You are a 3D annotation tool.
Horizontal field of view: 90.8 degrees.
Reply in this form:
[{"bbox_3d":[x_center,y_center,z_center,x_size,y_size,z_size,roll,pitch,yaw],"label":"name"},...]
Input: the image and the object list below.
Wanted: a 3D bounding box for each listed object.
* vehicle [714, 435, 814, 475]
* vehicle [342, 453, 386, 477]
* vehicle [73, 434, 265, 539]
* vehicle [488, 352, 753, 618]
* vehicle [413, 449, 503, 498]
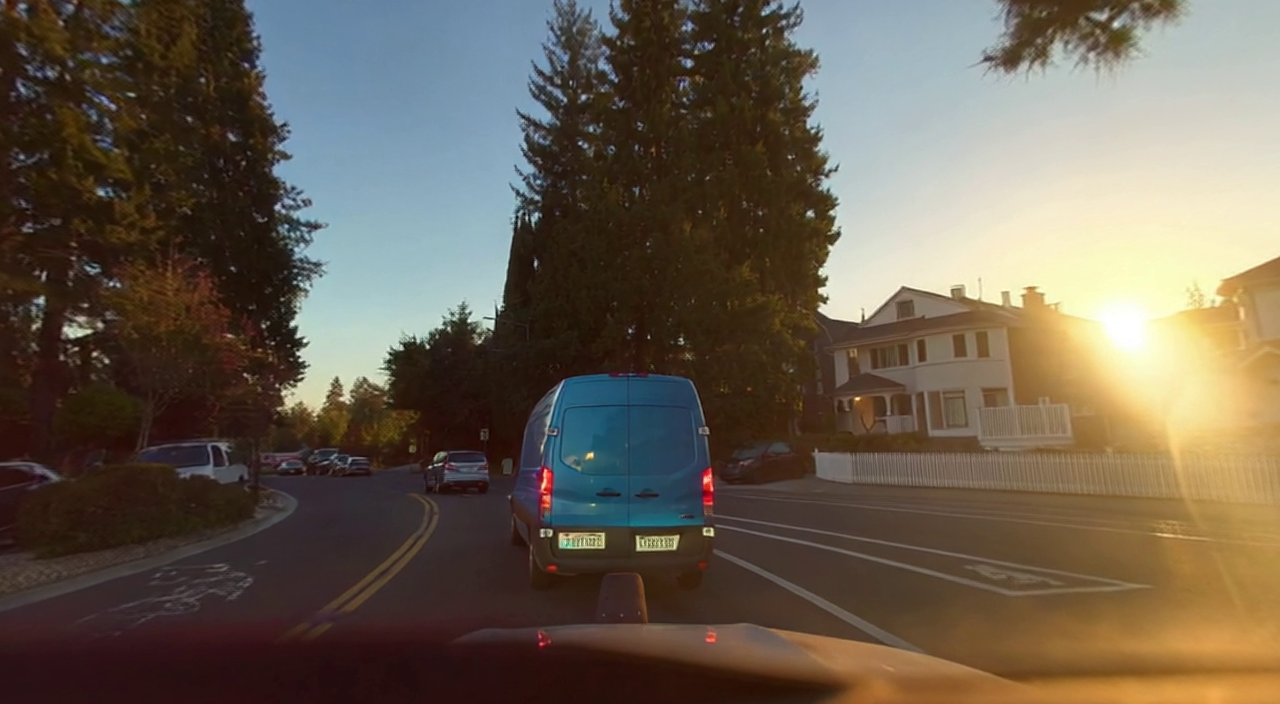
[{"bbox_3d":[5.996,4.920,30.357,4.559,1.754,1.985,5,-10,-33],"label":"vehicle"},{"bbox_3d":[-18.885,7.654,43.096,1.911,1.493,4.291,6,-10,-33],"label":"vehicle"},{"bbox_3d":[-10.278,2.866,14.402,2.228,1.871,5.492,4,-9,-24],"label":"vehicle"},{"bbox_3d":[-0.668,1.435,7.712,2.213,2.124,4.809,2,-9,-14],"label":"vehicle"},{"bbox_3d":[-6.272,4.028,21.418,2.008,1.445,4.386,4,-10,-28],"label":"vehicle"}]
